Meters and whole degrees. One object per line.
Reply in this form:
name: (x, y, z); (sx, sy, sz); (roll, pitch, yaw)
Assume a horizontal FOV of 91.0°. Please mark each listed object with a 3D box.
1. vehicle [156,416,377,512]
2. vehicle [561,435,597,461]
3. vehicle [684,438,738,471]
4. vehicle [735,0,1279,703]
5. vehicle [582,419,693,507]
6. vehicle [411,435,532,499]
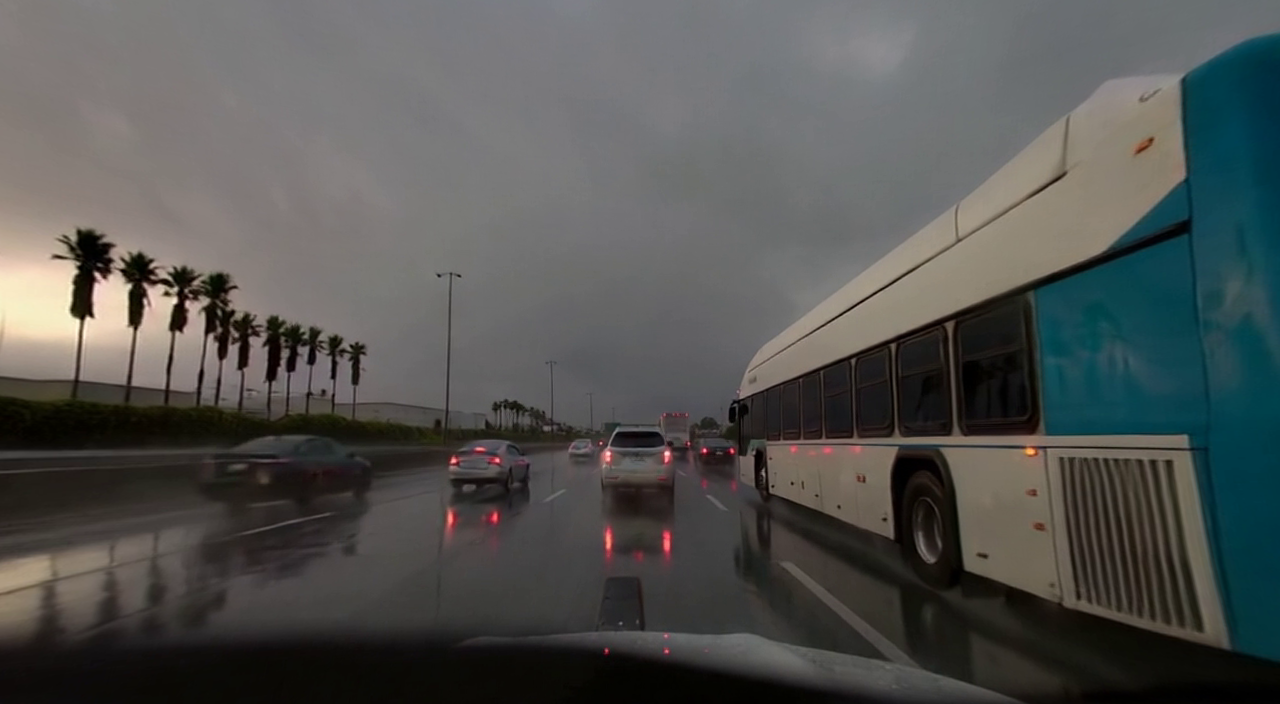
vehicle: (-7.989, 2.459, 14.194); (2.066, 1.779, 4.706); (0, -9, 0)
vehicle: (-4.416, 7.098, 46.549); (2.100, 1.765, 4.743); (0, -9, 1)
vehicle: (3.441, 5.095, 31.403); (2.039, 1.516, 4.521); (0, -9, -2)
vehicle: (3.969, 0.819, 9.537); (3.020, 3.622, 14.302); (0, -9, 1)
vehicle: (-0.019, 2.619, 15.138); (2.268, 1.796, 4.280); (0, -9, 1)
vehicle: (-4.486, 3.149, 17.628); (2.040, 1.536, 4.680); (0, -9, 1)
